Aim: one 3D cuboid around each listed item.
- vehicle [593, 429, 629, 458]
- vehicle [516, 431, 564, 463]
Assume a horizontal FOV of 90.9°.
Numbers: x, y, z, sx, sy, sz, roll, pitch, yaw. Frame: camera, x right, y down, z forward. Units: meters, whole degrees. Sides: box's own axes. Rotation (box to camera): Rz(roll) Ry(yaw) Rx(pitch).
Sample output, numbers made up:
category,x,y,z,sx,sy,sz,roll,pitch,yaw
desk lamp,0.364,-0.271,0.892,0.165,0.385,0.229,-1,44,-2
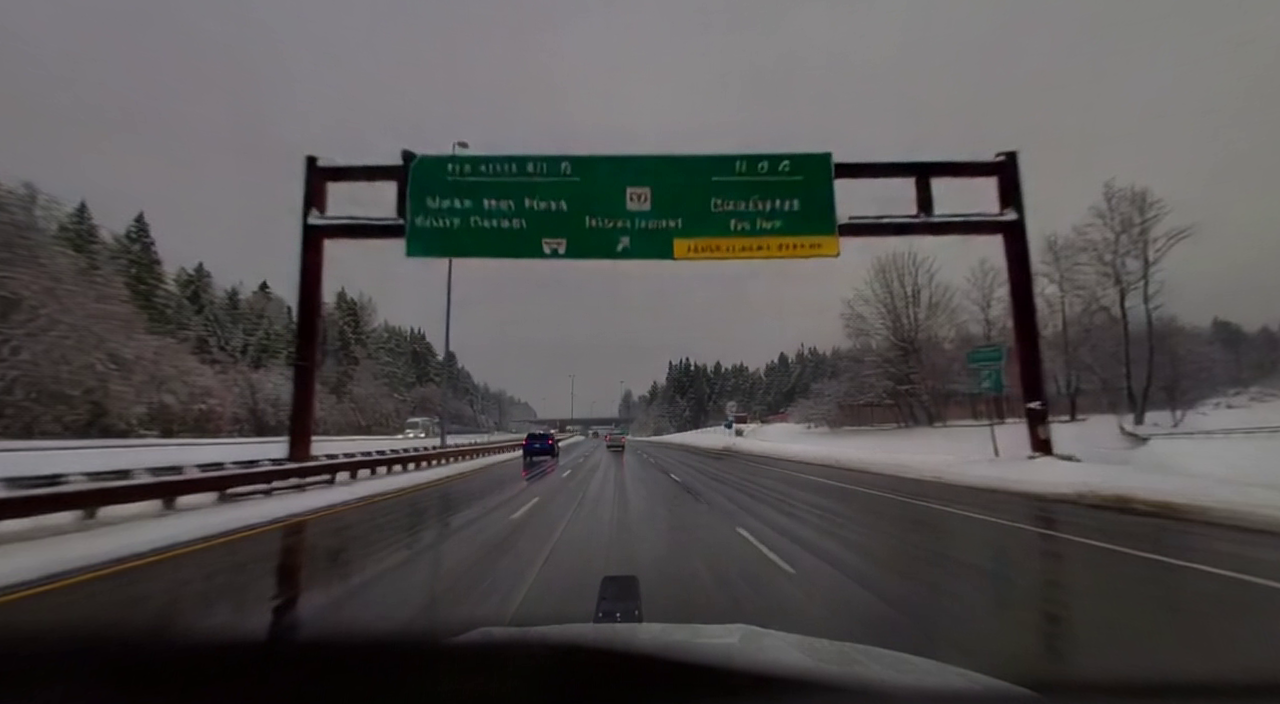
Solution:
category,x,y,z,sx,sy,sz,roll,pitch,yaw
vehicle,-1.759,5.728,39.500,2.159,1.690,3.720,0,-7,-1
vehicle,-5.410,5.158,34.490,2.100,1.590,4.077,0,-7,-2
